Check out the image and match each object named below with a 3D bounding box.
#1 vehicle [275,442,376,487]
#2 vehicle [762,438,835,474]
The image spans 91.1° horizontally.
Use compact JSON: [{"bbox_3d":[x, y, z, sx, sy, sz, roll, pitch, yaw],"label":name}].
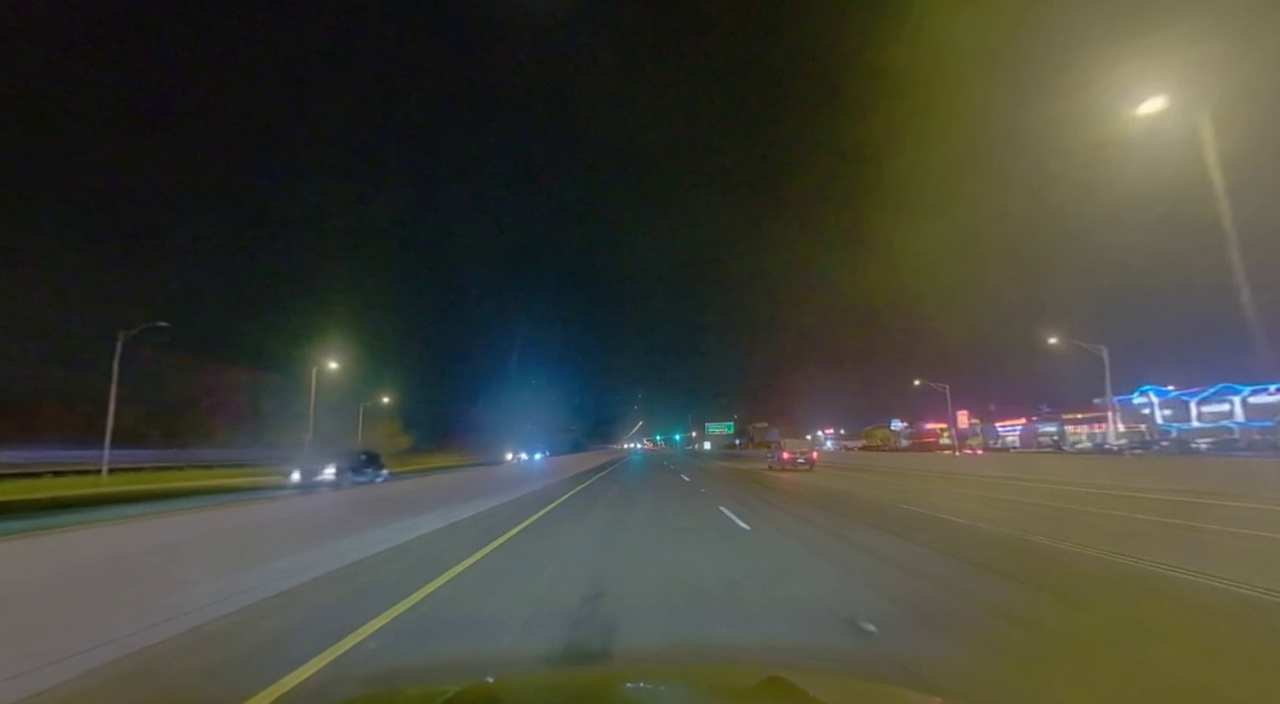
[{"bbox_3d":[-14.222,5.089,28.801,2.056,1.850,4.868,0,-8,1],"label":"vehicle"},{"bbox_3d":[7.305,4.844,29.563,2.079,1.518,5.032,0,-8,-1],"label":"vehicle"}]
